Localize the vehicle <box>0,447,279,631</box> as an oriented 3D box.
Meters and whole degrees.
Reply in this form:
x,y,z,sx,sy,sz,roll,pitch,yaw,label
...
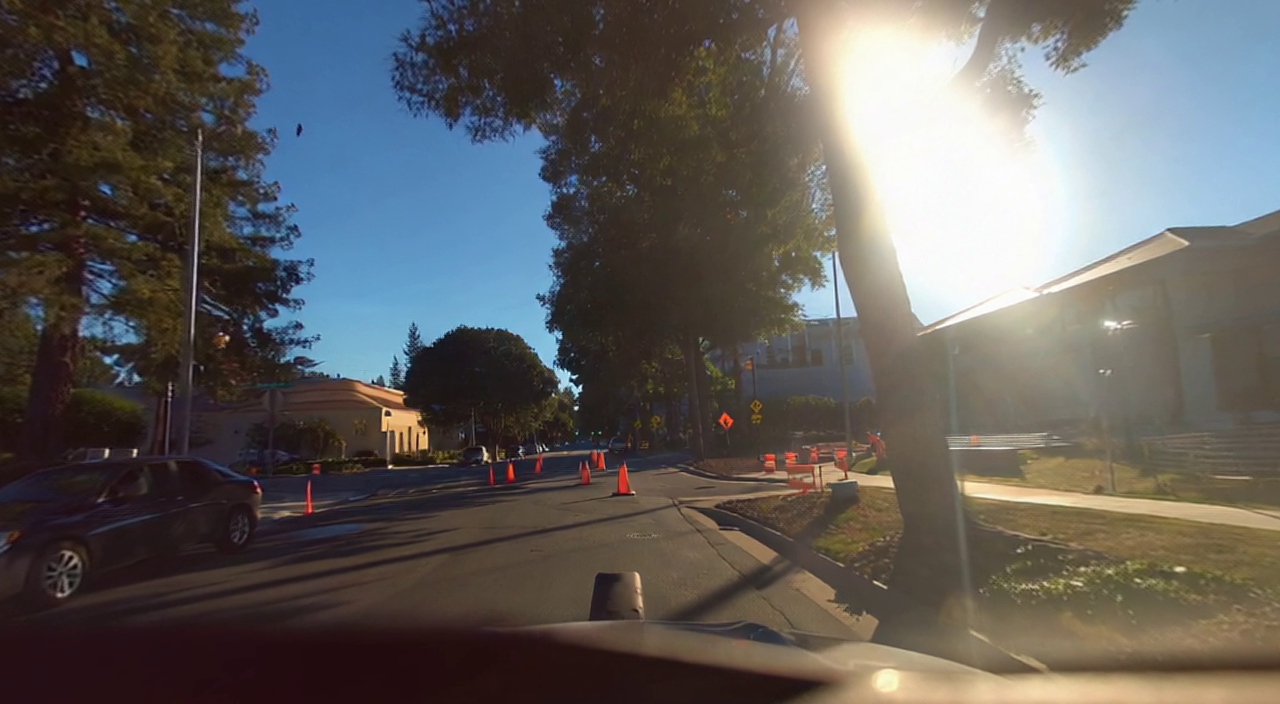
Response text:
x,y,z,sx,sy,sz,roll,pitch,yaw,label
-7.608,1.959,7.222,2.961,1.701,7.563,1,-9,-4,vehicle
